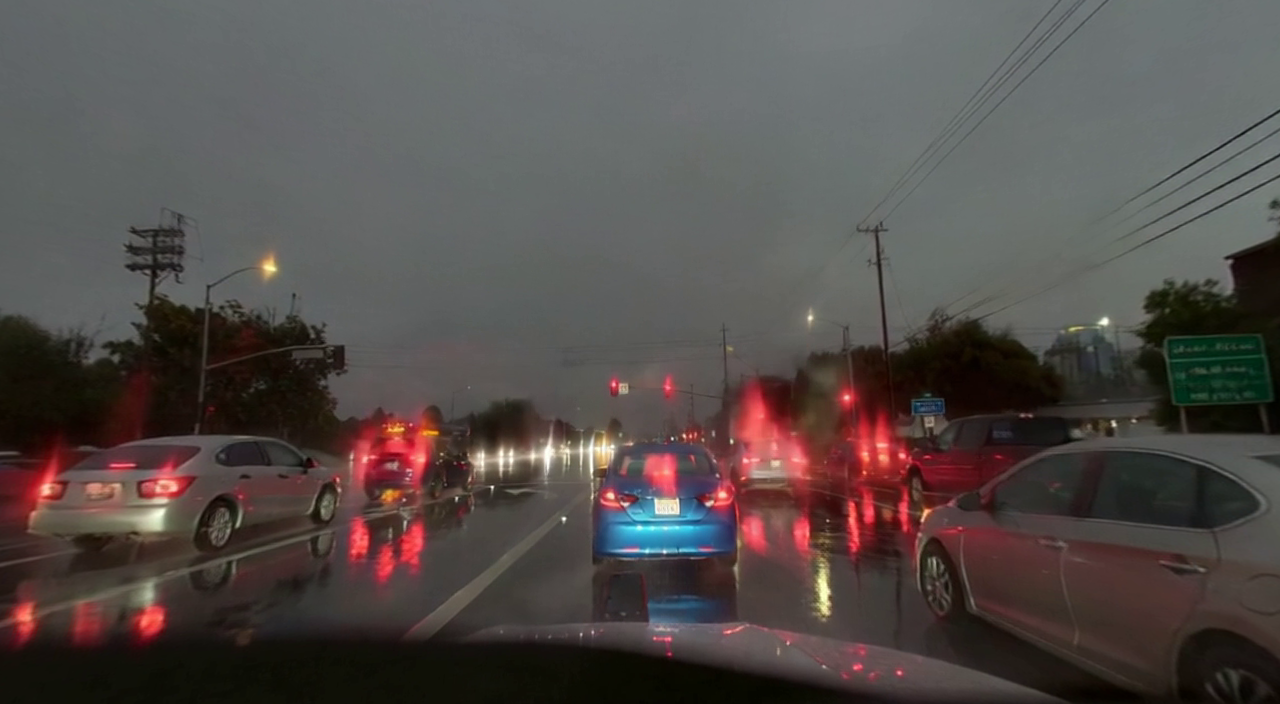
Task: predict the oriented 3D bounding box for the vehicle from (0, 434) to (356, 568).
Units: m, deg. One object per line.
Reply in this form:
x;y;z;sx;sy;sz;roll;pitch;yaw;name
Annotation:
-6.405;2.035;9.551;1.955;1.497;4.639;-1;-8;1;vehicle

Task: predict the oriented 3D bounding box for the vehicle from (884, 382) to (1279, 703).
3.129;1.065;3.537;1.870;1.523;4.096;0;-8;0;vehicle

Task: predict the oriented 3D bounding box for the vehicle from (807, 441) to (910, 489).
7.283;3.778;21.545;1.867;1.459;4.436;0;-8;-1;vehicle

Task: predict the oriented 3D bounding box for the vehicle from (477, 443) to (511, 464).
-11.540;8.051;49.993;1.771;1.574;3.817;-1;-8;0;vehicle

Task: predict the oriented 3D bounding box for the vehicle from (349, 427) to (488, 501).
-6.237;3.209;18.582;2.070;1.824;5.196;-1;-8;2;vehicle

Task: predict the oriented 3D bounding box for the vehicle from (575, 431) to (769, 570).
0.330;1.906;8.901;2.109;1.483;3.964;0;-8;0;vehicle
